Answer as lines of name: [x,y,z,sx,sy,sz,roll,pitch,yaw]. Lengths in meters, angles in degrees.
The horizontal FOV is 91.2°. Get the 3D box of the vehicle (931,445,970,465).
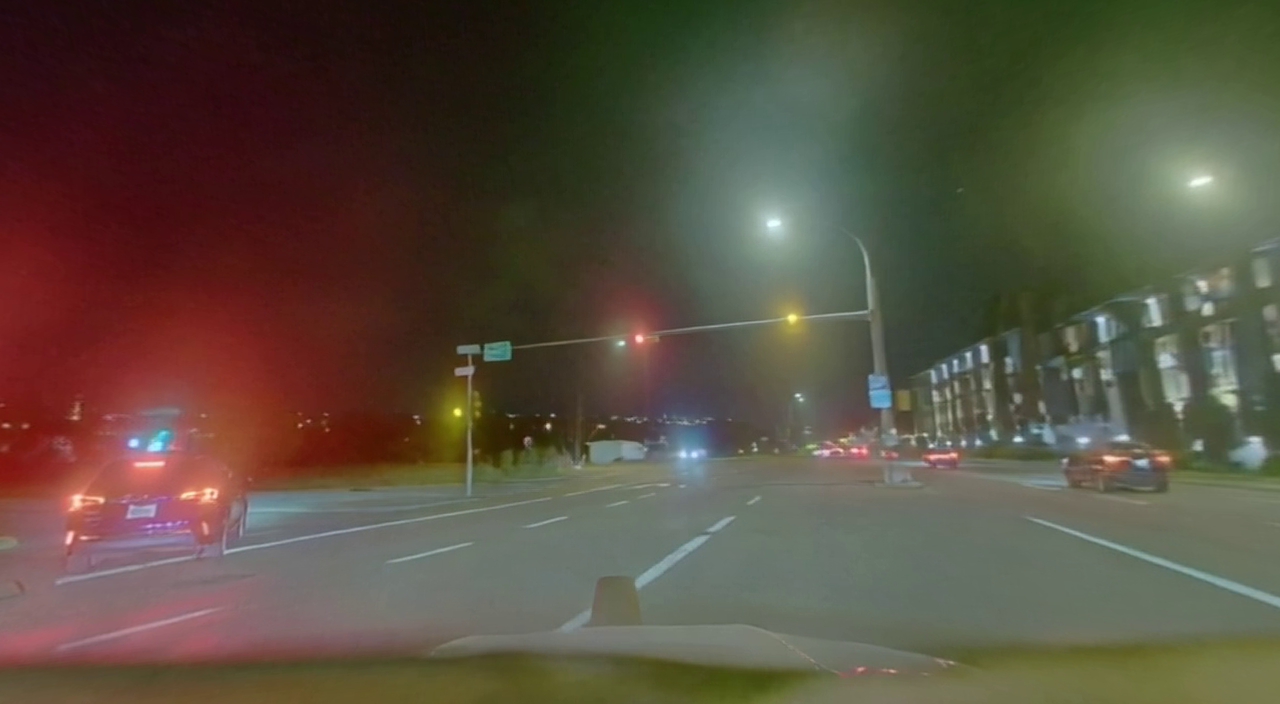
vehicle: [24.565,8.172,49.706,1.931,1.475,4.092,-3,-9,14]

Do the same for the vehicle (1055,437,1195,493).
vehicle: [15.628,3.644,20.532,2.007,1.586,4.210,-3,-9,14]

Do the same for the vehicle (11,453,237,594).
vehicle: [-7.231,2.258,9.150,2.014,1.525,3.670,5,-11,-34]
